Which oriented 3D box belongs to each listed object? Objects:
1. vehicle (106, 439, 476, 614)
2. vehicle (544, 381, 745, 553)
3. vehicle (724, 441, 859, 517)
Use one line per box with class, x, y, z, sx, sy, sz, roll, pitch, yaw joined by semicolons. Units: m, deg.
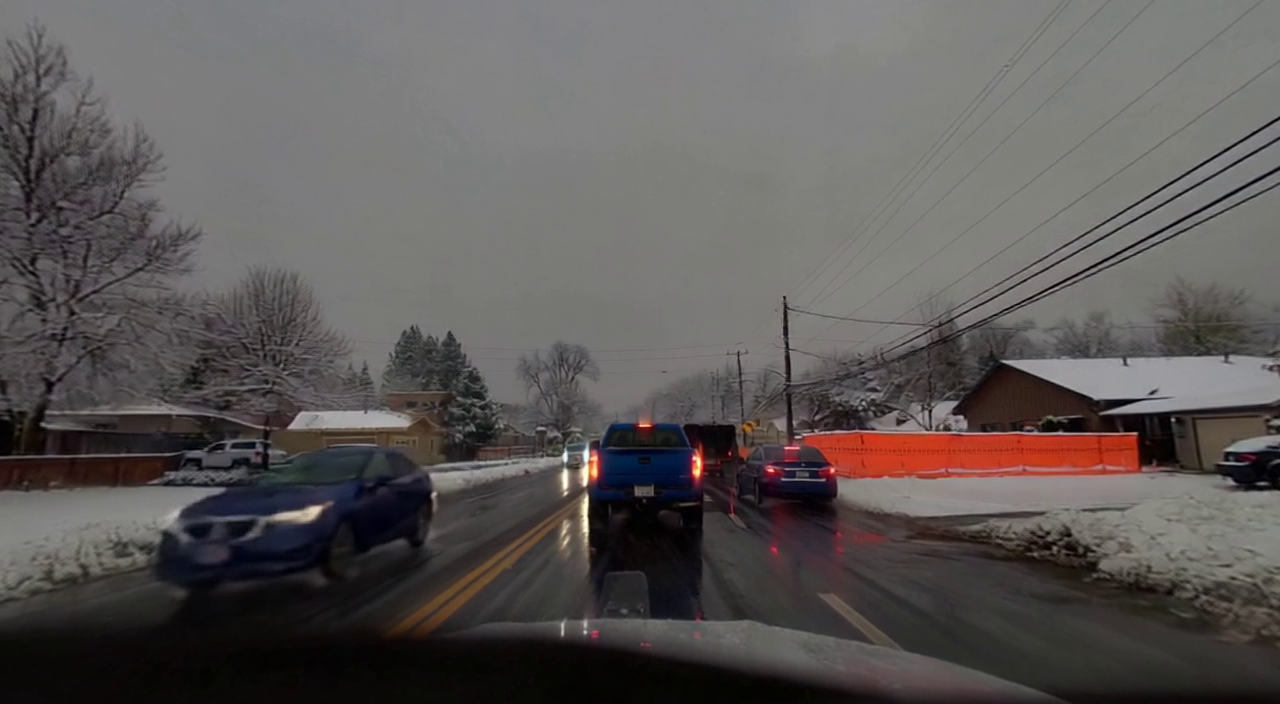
vehicle;-3.711;1.898;7.898;2.010;1.533;4.495;0;-9;1
vehicle;0.079;2.050;11.902;2.751;2.361;6.347;0;-9;0
vehicle;3.323;2.866;14.793;2.010;1.499;4.481;0;-9;-1
